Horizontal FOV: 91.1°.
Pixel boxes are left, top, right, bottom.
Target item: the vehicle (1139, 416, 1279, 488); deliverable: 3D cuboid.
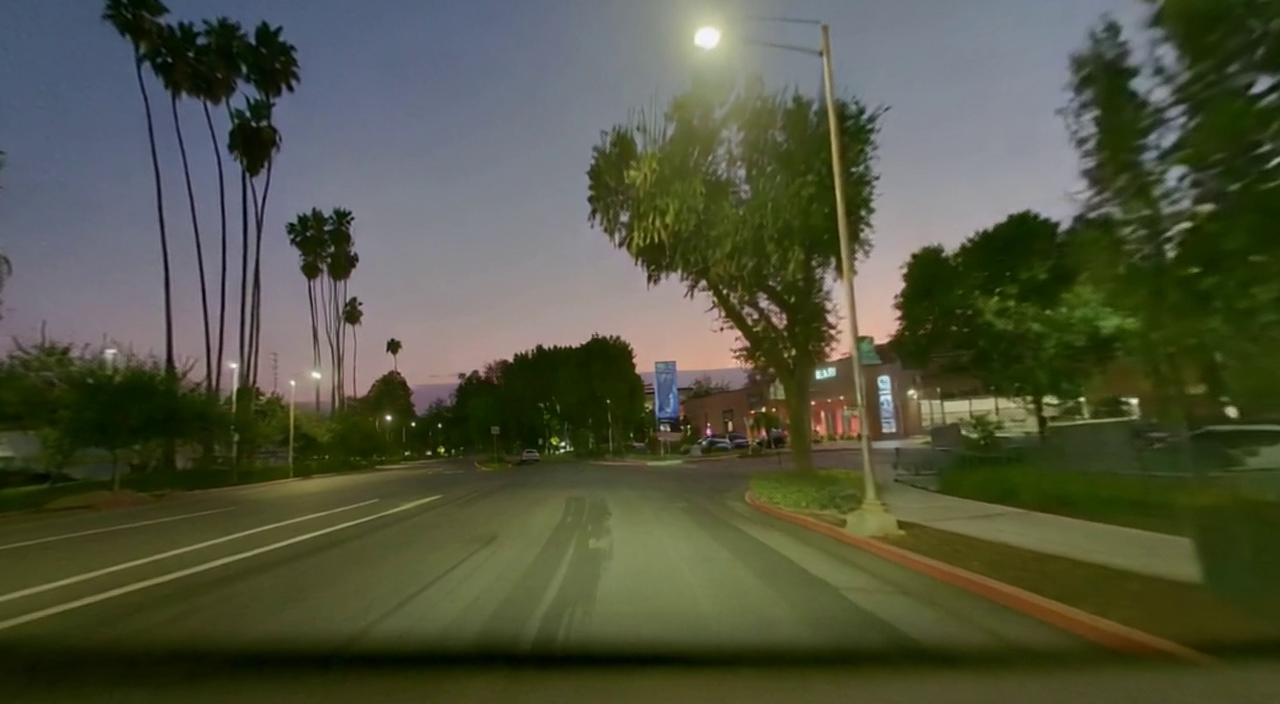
[{"bbox_3d":[14.687,2.286,14.448,4.468,1.509,2.158,0,-9,1],"label":"vehicle"}]
